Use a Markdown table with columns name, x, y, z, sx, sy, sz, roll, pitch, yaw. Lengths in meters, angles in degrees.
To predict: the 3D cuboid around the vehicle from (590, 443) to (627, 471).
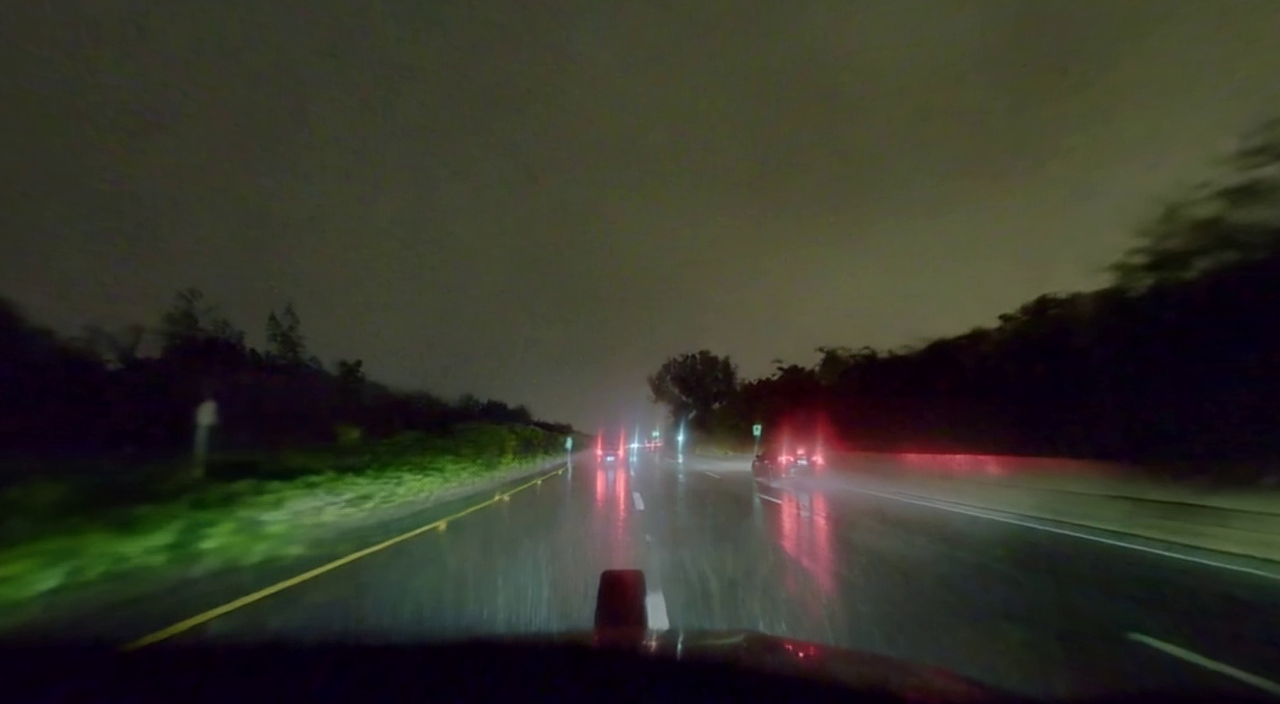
| name | x | y | z | sx | sy | sz | roll | pitch | yaw |
| --- | --- | --- | --- | --- | --- | --- | --- | --- | --- |
| vehicle | -1.738 | 5.963 | 36.049 | 1.991 | 1.475 | 4.302 | 0 | -8 | -1 |
